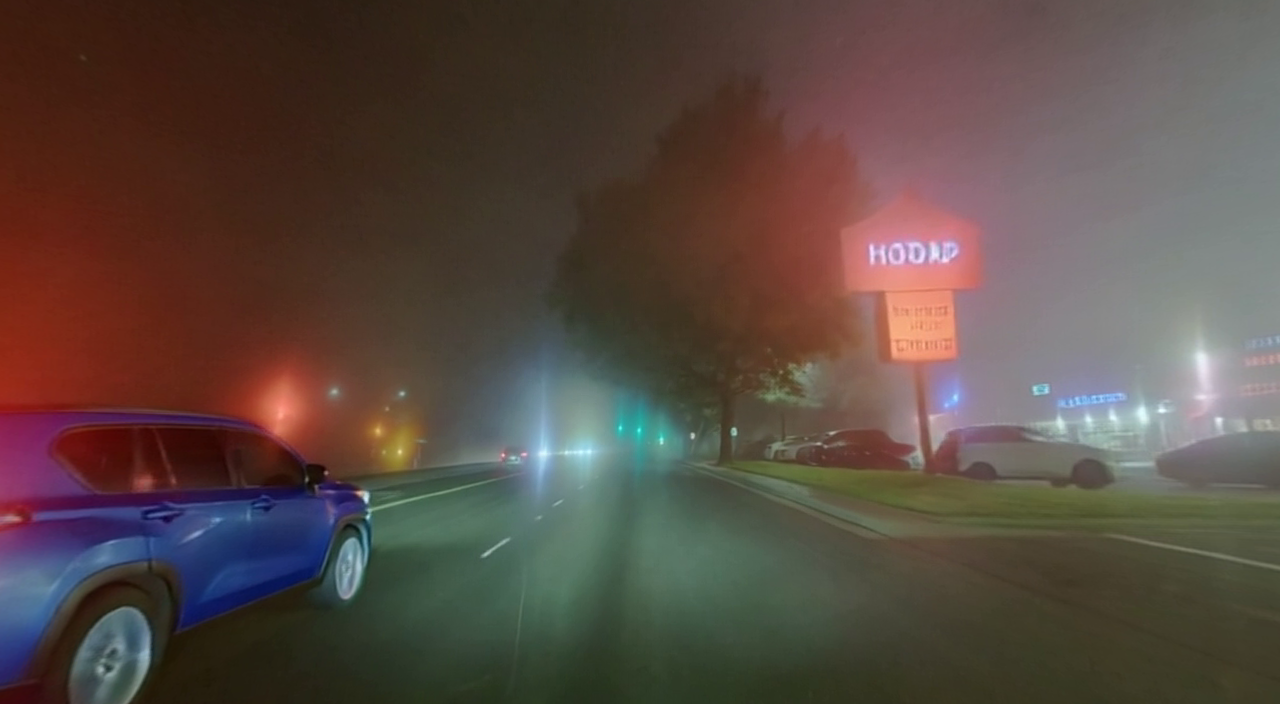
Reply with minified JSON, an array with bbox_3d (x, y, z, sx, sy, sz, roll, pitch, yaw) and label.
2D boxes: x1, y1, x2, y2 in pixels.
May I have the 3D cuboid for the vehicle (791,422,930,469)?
[{"bbox_3d":[9.102,3.901,26.362,4.978,1.874,2.079,0,-8,-2],"label":"vehicle"}]

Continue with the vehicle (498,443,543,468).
[{"bbox_3d":[-7.486,6.497,39.911,1.990,1.483,4.410,0,-8,0],"label":"vehicle"}]

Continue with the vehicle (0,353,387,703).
[{"bbox_3d":[-3.432,1.038,3.719,2.127,1.654,4.121,0,-8,0],"label":"vehicle"}]

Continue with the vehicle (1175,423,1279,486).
[{"bbox_3d":[15.623,2.400,15.037,2.177,1.397,4.511,-3,-8,8],"label":"vehicle"}]

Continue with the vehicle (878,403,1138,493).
[{"bbox_3d":[8.722,2.348,15.570,5.031,1.951,2.184,-2,-9,15],"label":"vehicle"}]
